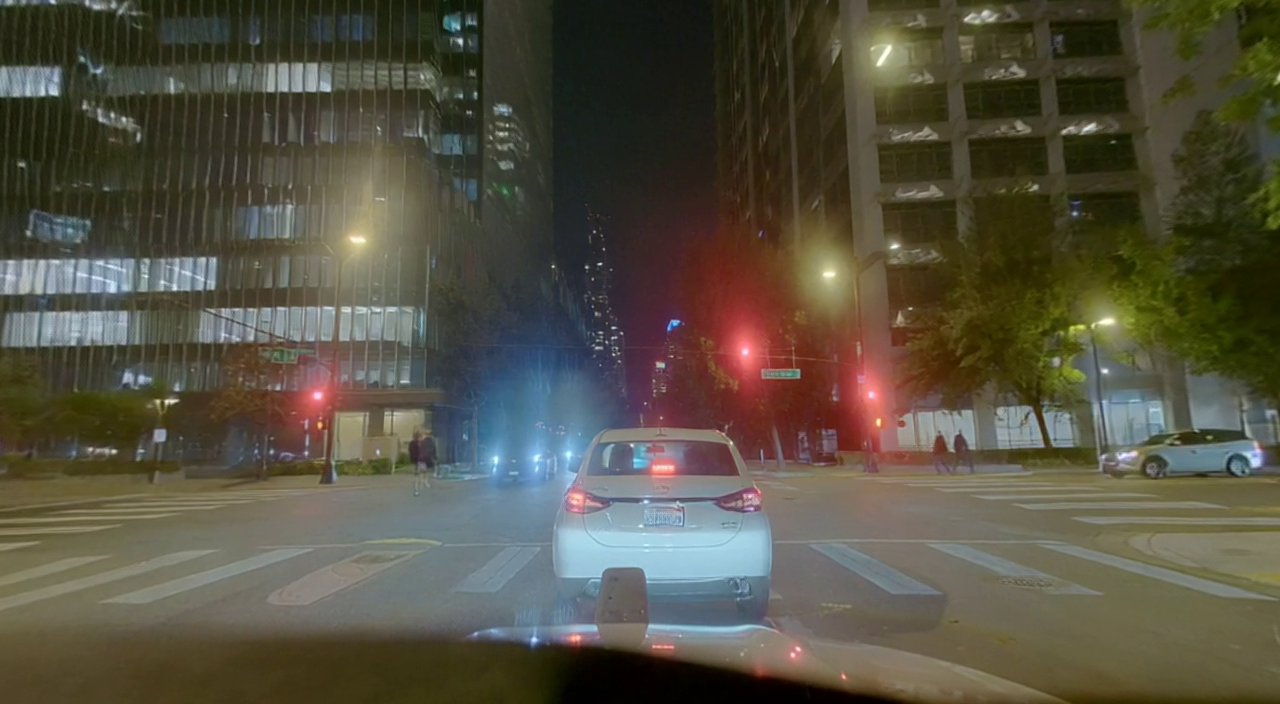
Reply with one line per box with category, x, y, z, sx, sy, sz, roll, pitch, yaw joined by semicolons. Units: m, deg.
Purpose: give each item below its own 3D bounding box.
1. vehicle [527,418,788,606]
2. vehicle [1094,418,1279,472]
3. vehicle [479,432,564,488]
vehicle;-0.148;1.646;7.478;1.893;1.532;4.145;2;-9;-16
vehicle;19.124;3.268;22.219;4.675;1.772;1.945;0;-8;-1
vehicle;-4.082;3.816;22.574;2.006;1.756;4.599;0;-8;2
